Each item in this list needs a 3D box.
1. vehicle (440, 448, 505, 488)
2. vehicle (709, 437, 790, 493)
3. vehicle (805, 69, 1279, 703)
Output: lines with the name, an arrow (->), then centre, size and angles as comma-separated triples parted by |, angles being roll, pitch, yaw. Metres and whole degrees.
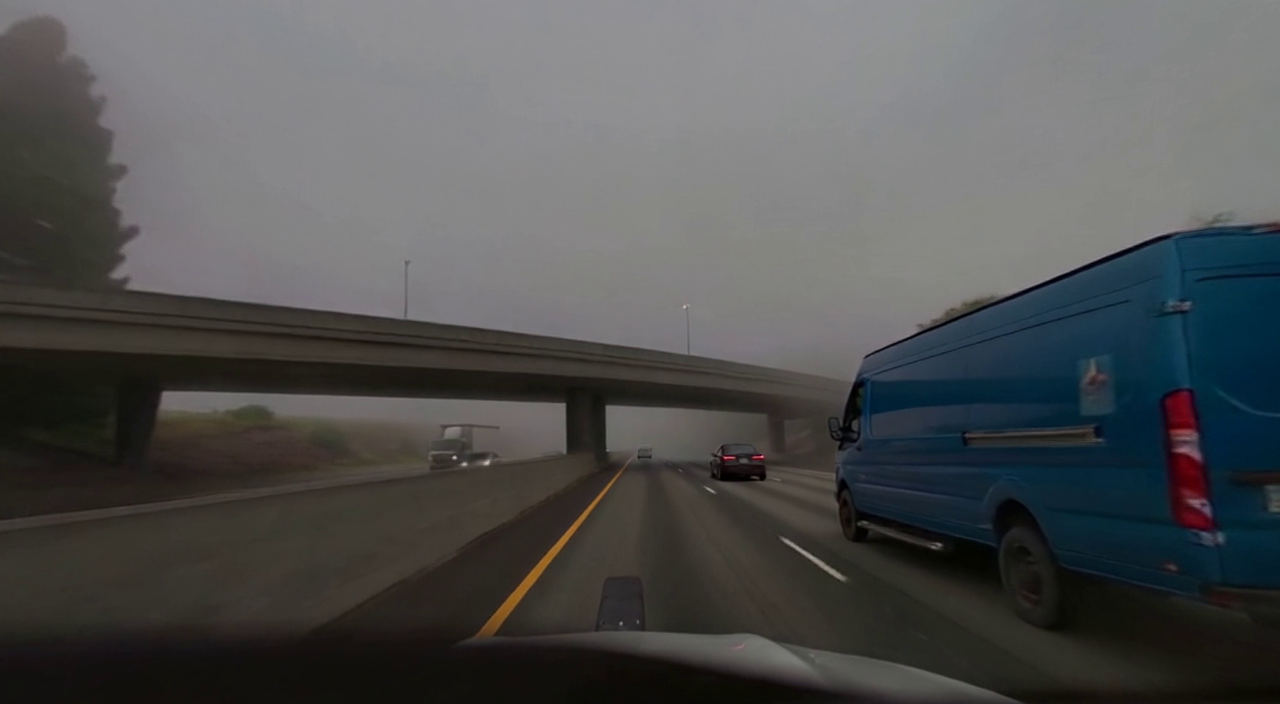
vehicle -> -7.564, 5.270, 28.900 | 1.828, 1.681, 3.860 | 0, -9, 1
vehicle -> 3.681, 3.898, 22.030 | 2.009, 1.731, 4.149 | 0, -9, -1
vehicle -> 3.830, 0.730, 6.204 | 2.460, 3.155, 6.902 | 0, -9, 0
